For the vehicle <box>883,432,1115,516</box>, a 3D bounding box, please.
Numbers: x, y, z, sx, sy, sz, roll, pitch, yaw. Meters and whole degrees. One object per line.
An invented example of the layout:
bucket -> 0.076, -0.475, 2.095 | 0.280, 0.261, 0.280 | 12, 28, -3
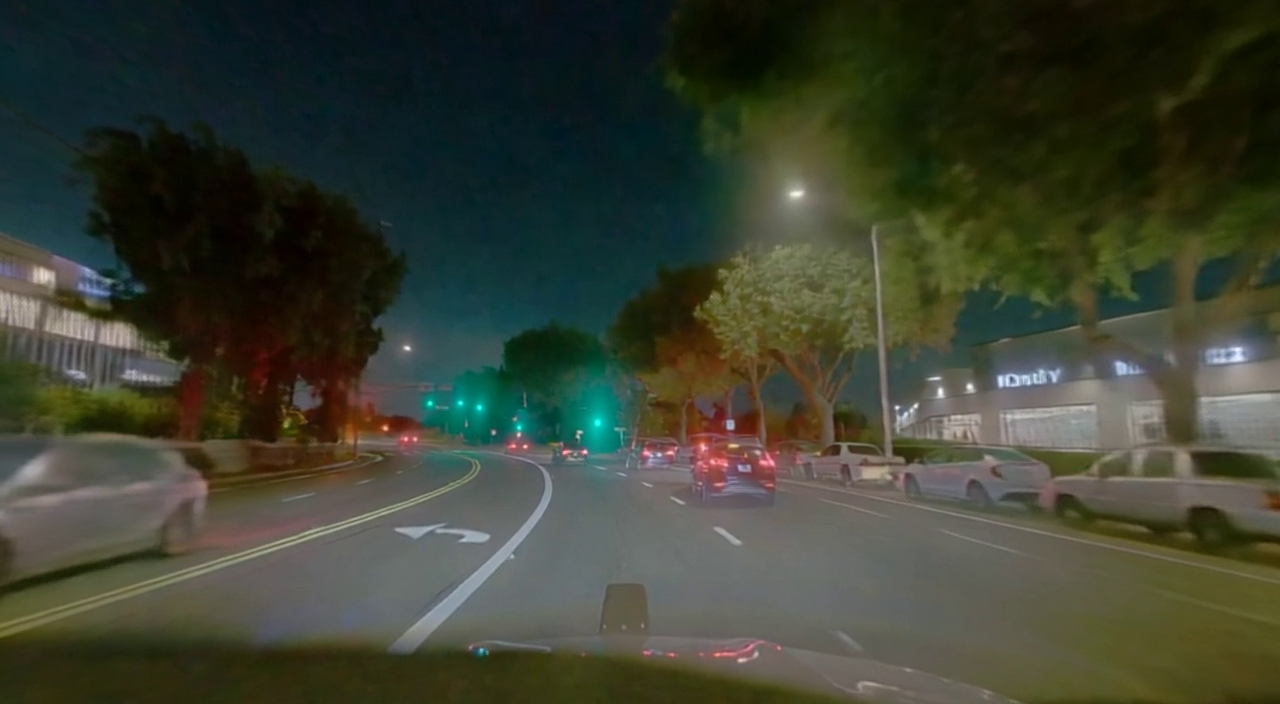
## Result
vehicle -> 7.287, 2.515, 13.566 | 1.882, 1.469, 4.766 | 1, -8, -5

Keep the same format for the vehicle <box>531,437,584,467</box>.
vehicle -> -4.713, 5.601, 35.365 | 2.308, 1.535, 4.811 | 2, -9, -15

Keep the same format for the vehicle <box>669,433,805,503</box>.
vehicle -> 2.179, 2.810, 15.711 | 2.280, 1.472, 4.426 | 1, -8, -6

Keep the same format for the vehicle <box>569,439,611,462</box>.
vehicle -> -3.519, 6.739, 43.359 | 1.957, 1.463, 4.701 | 2, -9, -15

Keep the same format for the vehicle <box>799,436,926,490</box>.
vehicle -> 6.633, 3.360, 19.423 | 1.820, 1.450, 4.408 | 1, -8, -8

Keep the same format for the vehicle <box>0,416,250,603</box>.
vehicle -> -6.446, 1.467, 6.383 | 2.325, 1.509, 4.340 | 1, -8, -3

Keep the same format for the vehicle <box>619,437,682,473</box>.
vehicle -> 0.375, 4.647, 28.602 | 1.984, 1.476, 4.488 | 2, -9, -11

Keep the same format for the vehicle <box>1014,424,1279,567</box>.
vehicle -> 7.546, 1.802, 8.601 | 1.890, 1.488, 4.567 | 1, -8, -3
